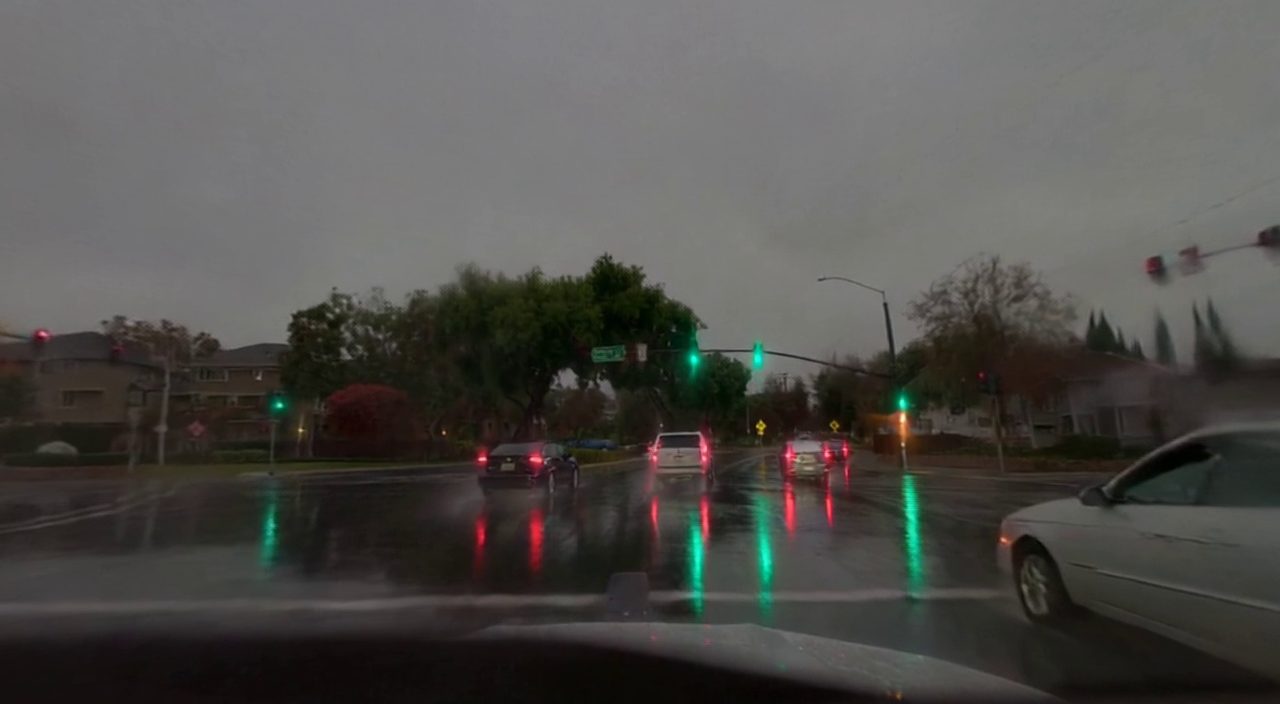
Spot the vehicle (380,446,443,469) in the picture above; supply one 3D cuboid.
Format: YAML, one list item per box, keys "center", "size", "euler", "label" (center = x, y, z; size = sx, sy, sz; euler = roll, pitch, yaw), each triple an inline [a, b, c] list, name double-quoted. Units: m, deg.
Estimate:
- center: [-15.191, 7.007, 42.142]
  size: [1.869, 1.449, 4.417]
  euler: [-2, -9, 11]
  label: "vehicle"

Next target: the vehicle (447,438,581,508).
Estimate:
- center: [-2.906, 2.921, 15.763]
  size: [2.006, 1.464, 4.586]
  euler: [-1, -9, 6]
  label: "vehicle"

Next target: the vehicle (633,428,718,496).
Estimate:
- center: [1.152, 3.275, 19.076]
  size: [2.250, 1.768, 4.574]
  euler: [-1, -9, 6]
  label: "vehicle"

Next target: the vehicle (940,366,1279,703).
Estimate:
- center: [3.663, 0.975, 3.167]
  size: [2.106, 1.636, 4.655]
  euler: [0, -9, 2]
  label: "vehicle"

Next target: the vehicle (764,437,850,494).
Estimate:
- center: [4.909, 3.369, 19.050]
  size: [1.859, 1.540, 3.454]
  euler: [-1, -9, 4]
  label: "vehicle"
